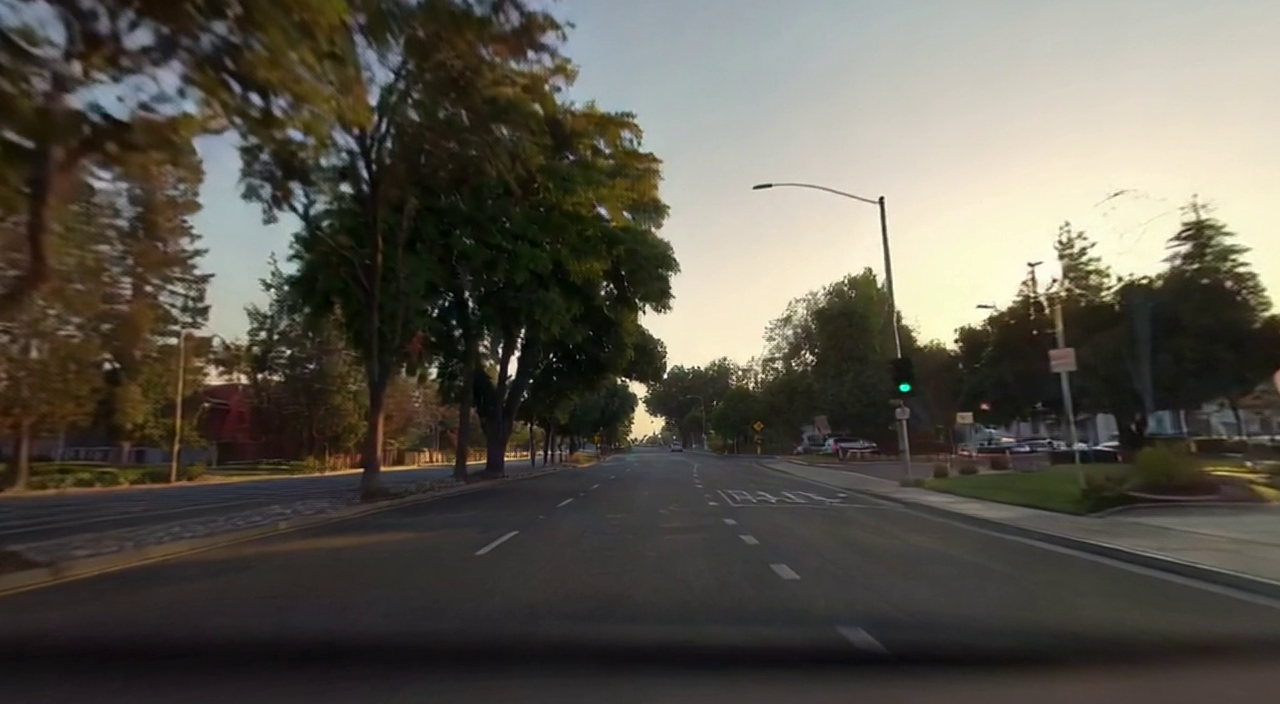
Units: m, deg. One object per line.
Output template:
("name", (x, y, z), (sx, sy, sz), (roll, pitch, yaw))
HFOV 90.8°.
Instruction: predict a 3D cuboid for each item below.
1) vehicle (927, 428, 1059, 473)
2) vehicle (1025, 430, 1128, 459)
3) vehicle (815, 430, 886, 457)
("vehicle", (15.443, 4.322, 27.818), (4.543, 1.838, 2.127), (0, -9, -3))
("vehicle", (30.406, 6.504, 44.264), (5.556, 1.821, 2.068), (-6, -11, 27))
("vehicle", (15.563, 6.788, 46.605), (5.397, 1.879, 2.132), (7, -12, -36))
